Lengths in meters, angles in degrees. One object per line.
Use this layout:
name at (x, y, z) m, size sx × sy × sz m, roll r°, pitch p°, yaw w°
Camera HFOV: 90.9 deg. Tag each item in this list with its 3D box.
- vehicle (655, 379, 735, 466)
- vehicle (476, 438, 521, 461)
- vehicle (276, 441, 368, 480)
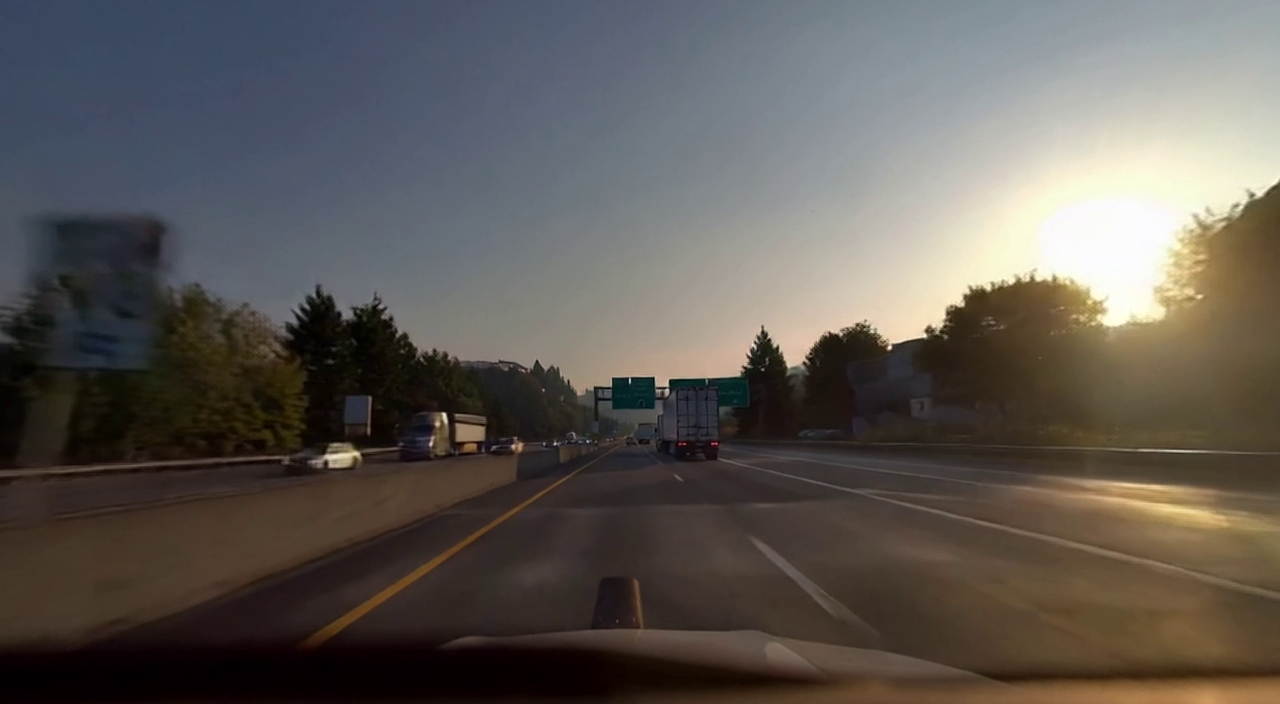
vehicle at (2.714, 4.136, 35.940) m, size 2.954 × 3.995 × 13.335 m, roll 0°, pitch -8°, yaw -2°
vehicle at (-9.529, 6.582, 42.810) m, size 2.015 × 1.471 × 4.662 m, roll 0°, pitch -8°, yaw -1°
vehicle at (-13.194, 4.508, 26.438) m, size 1.938 × 1.457 × 3.812 m, roll 0°, pitch -8°, yaw -1°
